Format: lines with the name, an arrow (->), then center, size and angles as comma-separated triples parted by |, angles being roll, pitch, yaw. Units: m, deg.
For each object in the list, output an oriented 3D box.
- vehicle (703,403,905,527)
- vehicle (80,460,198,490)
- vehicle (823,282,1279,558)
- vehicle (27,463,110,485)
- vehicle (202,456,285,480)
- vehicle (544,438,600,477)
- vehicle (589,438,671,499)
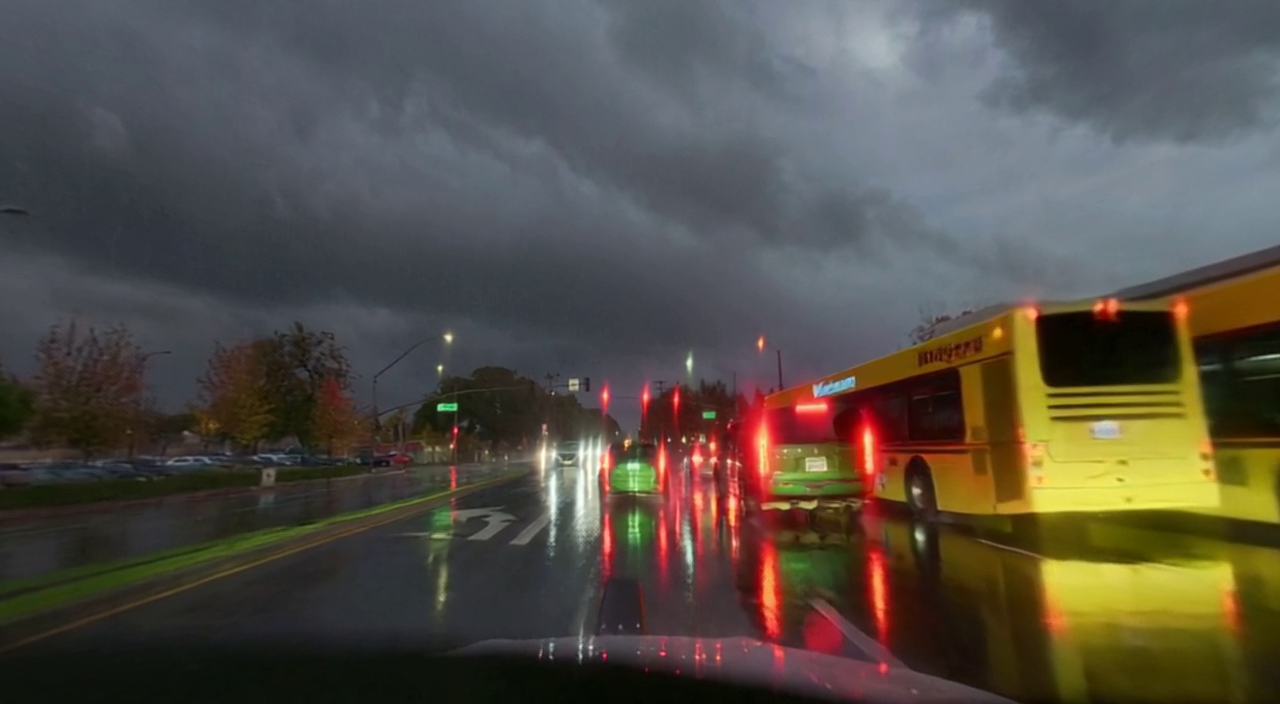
vehicle -> 2.915, 2.246, 13.117 | 2.490, 1.951, 5.931 | 0, -9, -1
vehicle -> -28.352, 6.952, 35.948 | 4.881, 1.458, 1.914 | 4, -10, -27
vehicle -> 6.350, 1.426, 12.065 | 2.879, 3.318, 8.881 | 0, -8, -1
vehicle -> -41.254, 8.827, 45.644 | 4.357, 1.470, 1.808 | -1, -9, 4
vehicle -> -27.940, 8.163, 44.647 | 4.800, 1.461, 1.831 | 5, -10, -32
vehicle -> -3.194, 5.080, 30.600 | 2.180, 1.708, 4.397 | 0, -9, 0
vehicle -> -0.282, 3.237, 17.924 | 2.071, 1.525, 3.723 | 0, -9, -1
